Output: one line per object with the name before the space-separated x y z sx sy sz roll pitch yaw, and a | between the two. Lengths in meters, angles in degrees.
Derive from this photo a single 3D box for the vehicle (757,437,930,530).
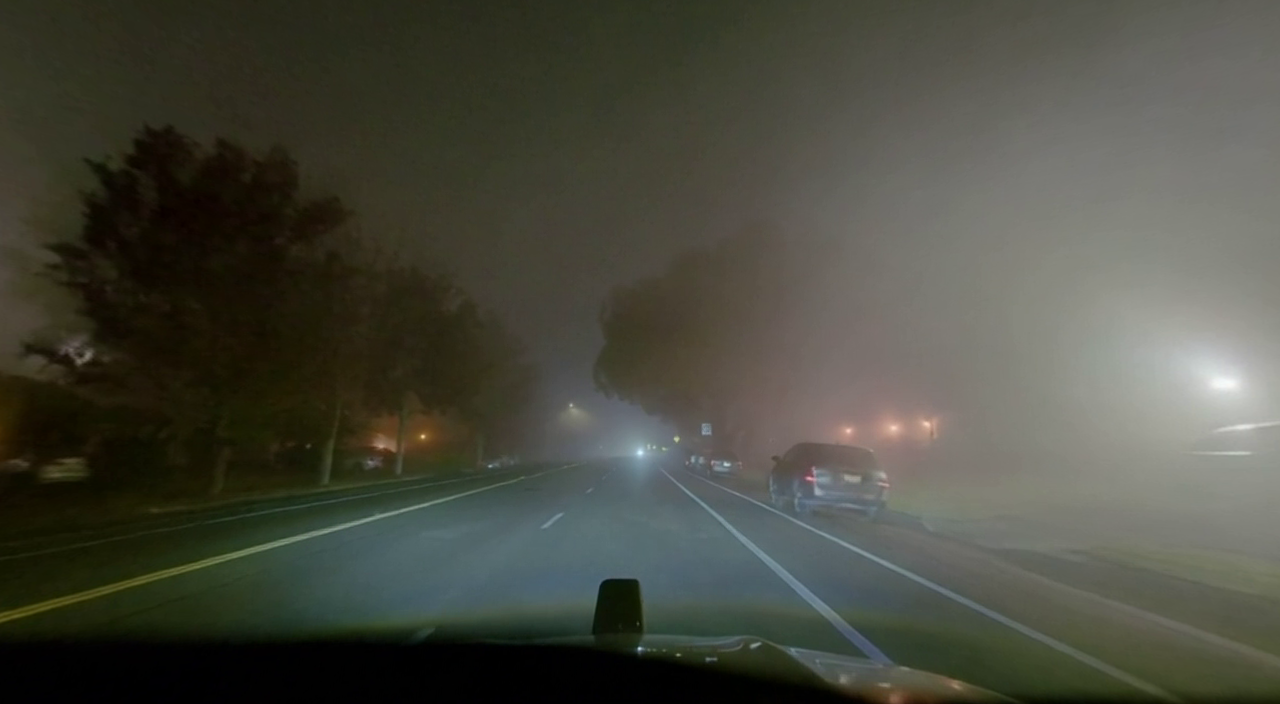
vehicle | 4.016 2.664 13.452 1.999 1.615 4.513 0 -9 -3

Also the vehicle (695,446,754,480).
vehicle | 4.046 5.399 31.043 1.997 1.510 4.555 0 -9 -4

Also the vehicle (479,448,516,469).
vehicle | -11.027 8.282 49.250 1.895 1.551 4.229 0 -9 0

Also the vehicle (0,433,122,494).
vehicle | -19.108 3.418 19.486 4.484 1.733 1.913 0 -9 0

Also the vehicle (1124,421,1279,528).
vehicle | 11.311 1.955 10.380 4.884 1.561 2.118 0 -9 1

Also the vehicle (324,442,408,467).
vehicle | -20.157 7.561 46.682 5.216 1.780 2.045 0 -9 -1

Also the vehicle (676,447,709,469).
vehicle | 3.888 7.907 47.360 2.002 1.493 4.652 0 -9 -1
